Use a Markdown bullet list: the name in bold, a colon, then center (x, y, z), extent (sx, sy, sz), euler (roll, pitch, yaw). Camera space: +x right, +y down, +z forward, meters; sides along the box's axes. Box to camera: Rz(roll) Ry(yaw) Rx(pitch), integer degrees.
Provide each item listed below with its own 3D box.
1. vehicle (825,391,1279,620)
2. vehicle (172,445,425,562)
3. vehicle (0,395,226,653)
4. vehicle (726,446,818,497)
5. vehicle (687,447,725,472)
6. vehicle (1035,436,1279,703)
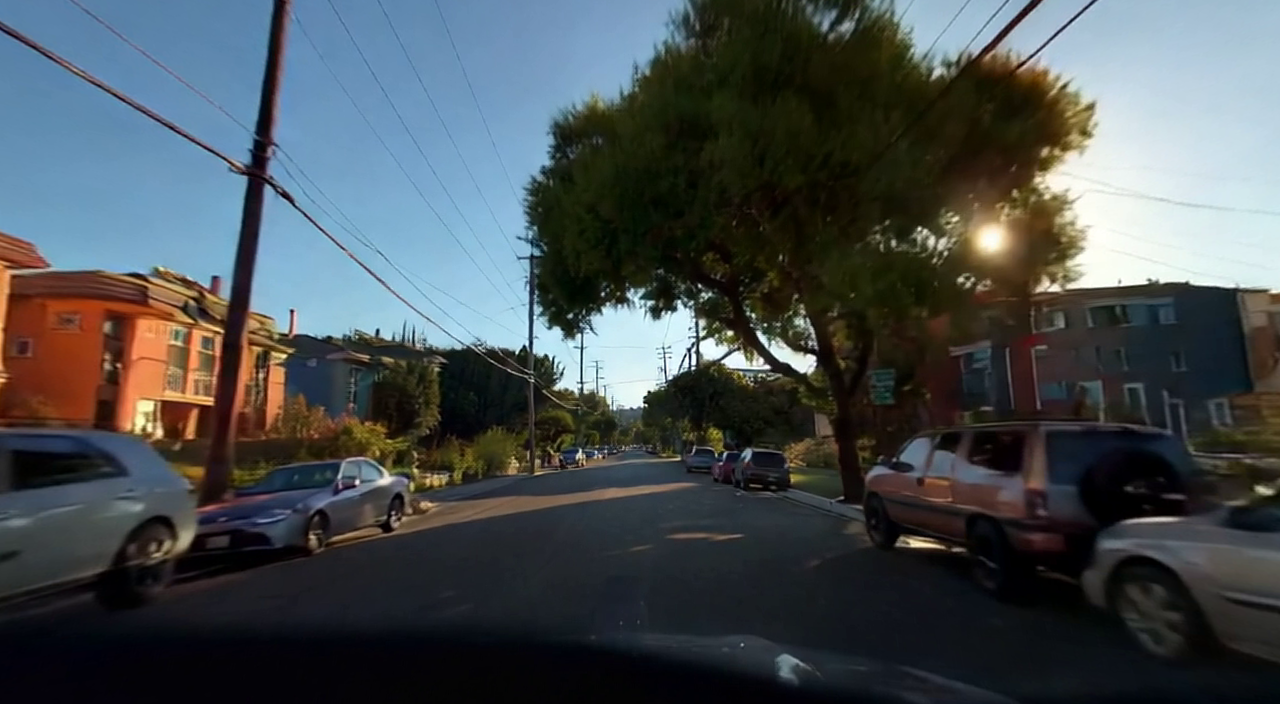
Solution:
- **vehicle**: center (4.192, 1.643, 7.906), extent (2.083, 1.829, 5.466), euler (0, -8, 0)
- **vehicle**: center (-5.722, 2.532, 11.478), extent (1.991, 1.464, 4.763), euler (-3, -7, 0)
- **vehicle**: center (-5.667, 1.349, 5.034), extent (2.046, 1.825, 4.627), euler (-2, -7, -7)
- **vehicle**: center (4.203, 3.853, 20.906), extent (1.930, 1.470, 4.738), euler (0, -8, -1)
- **vehicle**: center (4.239, 6.935, 41.124), extent (1.911, 1.538, 3.960), euler (1, -9, -2)
- **vehicle**: center (3.994, 1.060, 2.588), extent (1.804, 1.422, 4.497), euler (0, -8, 0)
